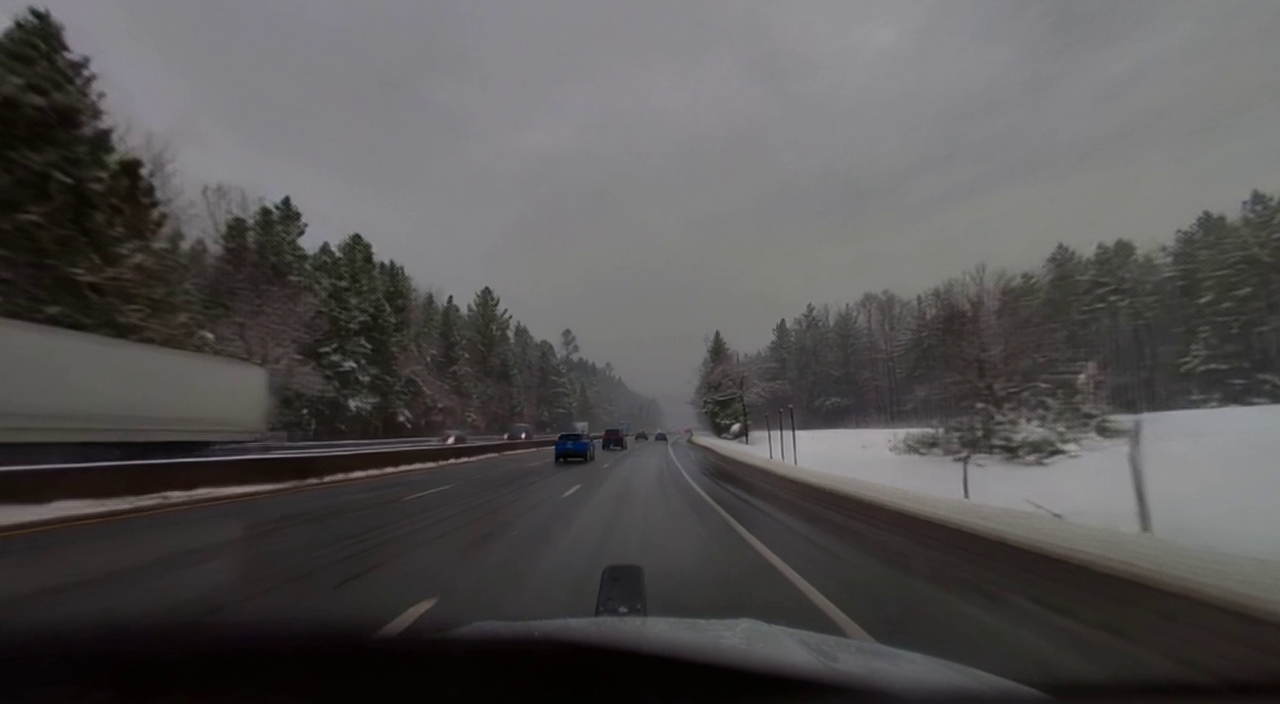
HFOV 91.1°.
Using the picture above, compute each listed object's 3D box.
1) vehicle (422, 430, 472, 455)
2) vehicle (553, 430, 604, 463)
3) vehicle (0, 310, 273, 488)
[{"bbox_3d":[-12.803,6.035,41.806,1.939,1.524,4.056,0,-8,2],"label":"vehicle"},{"bbox_3d":[-3.085,4.900,32.665,2.053,1.589,4.671,0,-8,2],"label":"vehicle"},{"bbox_3d":[-17.380,1.459,17.427,3.250,4.341,18.494,0,-8,0],"label":"vehicle"}]
